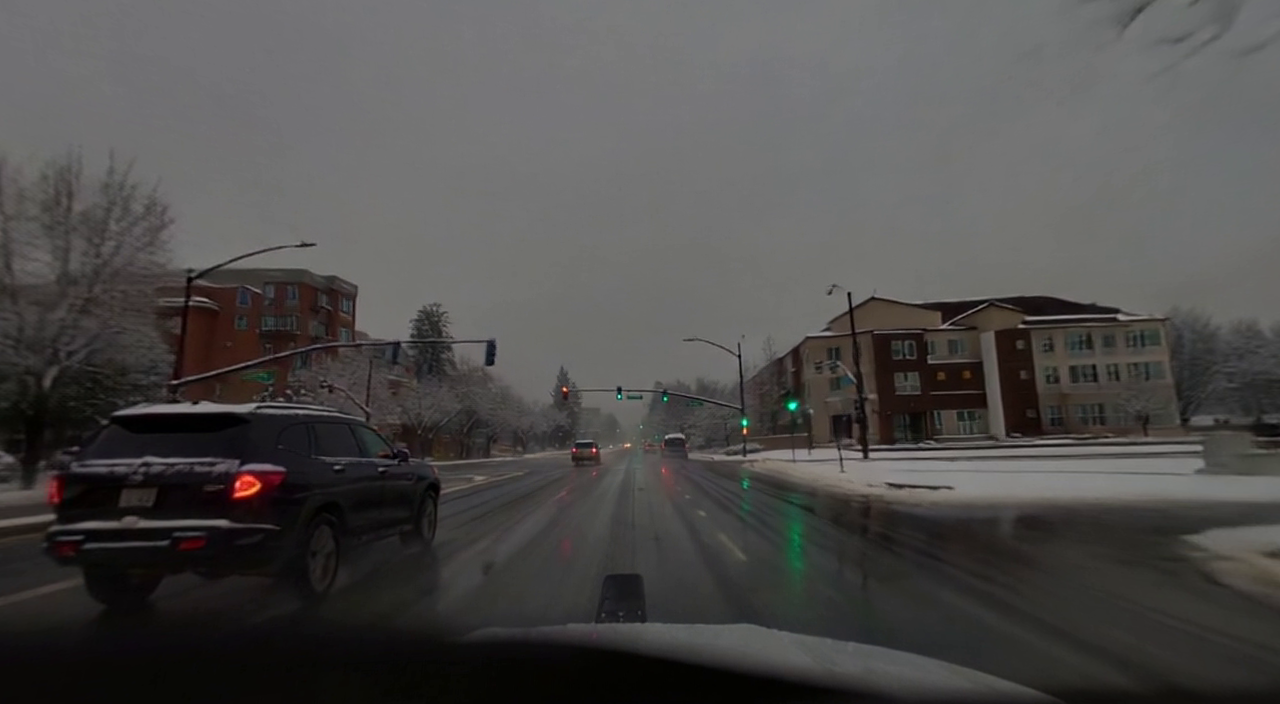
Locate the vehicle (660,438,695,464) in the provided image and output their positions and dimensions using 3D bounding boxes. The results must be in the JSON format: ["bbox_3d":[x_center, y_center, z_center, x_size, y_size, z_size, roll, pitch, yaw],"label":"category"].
[{"bbox_3d":[2.513,6.808,43.589,2.018,1.719,4.369,0,-8,-2],"label":"vehicle"}]

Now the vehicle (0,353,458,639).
[{"bbox_3d":[-3.912,1.369,7.050,2.225,1.984,5.168,0,-8,0],"label":"vehicle"}]

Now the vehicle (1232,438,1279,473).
[{"bbox_3d":[38.335,6.210,38.318,2.026,1.987,5.331,-5,-9,27],"label":"vehicle"}]

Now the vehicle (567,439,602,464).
[{"bbox_3d":[-3.917,7.095,45.159,2.083,1.685,4.069,0,-8,1],"label":"vehicle"}]
